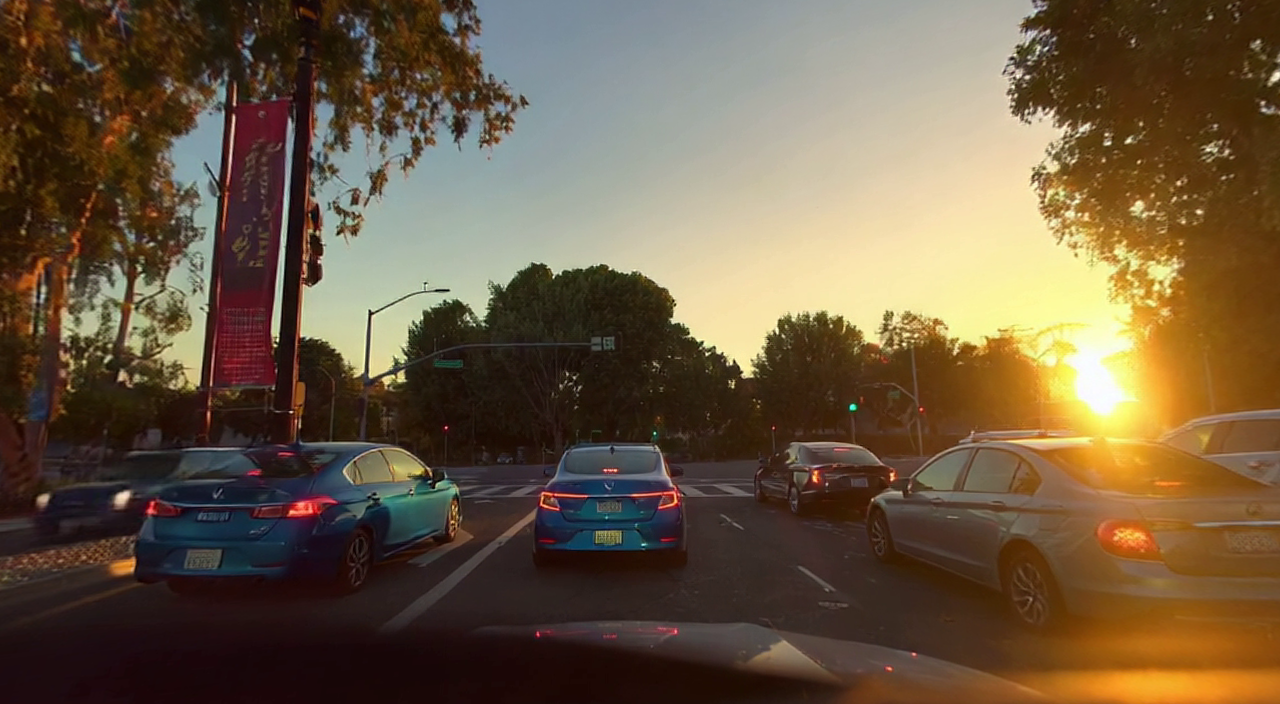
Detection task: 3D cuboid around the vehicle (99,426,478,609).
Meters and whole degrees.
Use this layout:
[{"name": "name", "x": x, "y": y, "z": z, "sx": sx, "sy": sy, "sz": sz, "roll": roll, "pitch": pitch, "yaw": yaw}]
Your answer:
[{"name": "vehicle", "x": -3.372, "y": 1.653, "z": 7.224, "sx": 1.929, "sy": 1.457, "sz": 4.136, "roll": 0, "pitch": -9, "yaw": 0}]

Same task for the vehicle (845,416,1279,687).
[{"name": "vehicle", "x": 3.607, "y": 1.434, "z": 5.769, "sx": 1.953, "sy": 1.471, "sz": 4.470, "roll": 0, "pitch": -9, "yaw": 0}]

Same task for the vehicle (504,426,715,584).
[{"name": "vehicle", "x": -0.310, "y": 1.732, "z": 7.881, "sx": 1.994, "sy": 1.479, "sz": 3.647, "roll": 0, "pitch": -9, "yaw": -1}]

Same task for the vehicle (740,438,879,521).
[{"name": "vehicle", "x": 3.397, "y": 2.614, "z": 13.492, "sx": 1.852, "sy": 1.498, "sz": 3.825, "roll": 0, "pitch": -9, "yaw": -1}]
